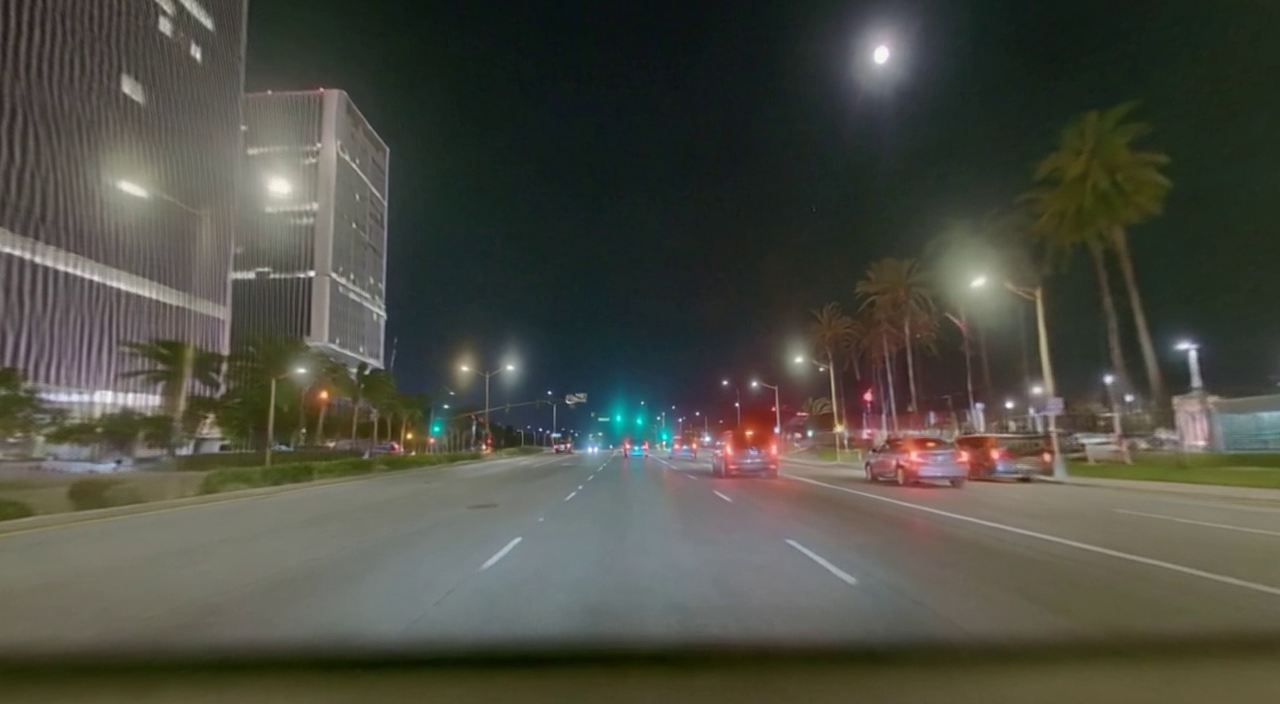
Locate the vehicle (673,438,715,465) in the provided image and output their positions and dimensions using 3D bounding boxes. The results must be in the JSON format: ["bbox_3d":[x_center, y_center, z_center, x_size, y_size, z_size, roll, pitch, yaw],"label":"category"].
[{"bbox_3d":[3.203,6.000,38.251,2.010,1.509,4.377,0,-9,-2],"label":"vehicle"}]

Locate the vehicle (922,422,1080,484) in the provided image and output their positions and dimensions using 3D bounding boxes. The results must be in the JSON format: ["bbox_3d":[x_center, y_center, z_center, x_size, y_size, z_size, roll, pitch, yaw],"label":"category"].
[{"bbox_3d":[12.719,3.625,22.850,2.157,1.937,5.386,0,-9,-5],"label":"vehicle"}]

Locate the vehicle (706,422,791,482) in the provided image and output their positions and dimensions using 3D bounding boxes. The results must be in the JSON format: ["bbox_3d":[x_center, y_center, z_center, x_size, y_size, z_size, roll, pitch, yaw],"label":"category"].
[{"bbox_3d":[3.757,3.584,22.838,2.104,1.910,4.693,0,-9,-2],"label":"vehicle"}]

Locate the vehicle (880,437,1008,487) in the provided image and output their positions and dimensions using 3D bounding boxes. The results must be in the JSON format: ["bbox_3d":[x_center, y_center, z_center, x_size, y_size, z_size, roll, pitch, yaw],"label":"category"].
[{"bbox_3d":[9.840,3.586,20.925,1.871,1.465,4.395,0,-9,-3],"label":"vehicle"}]
